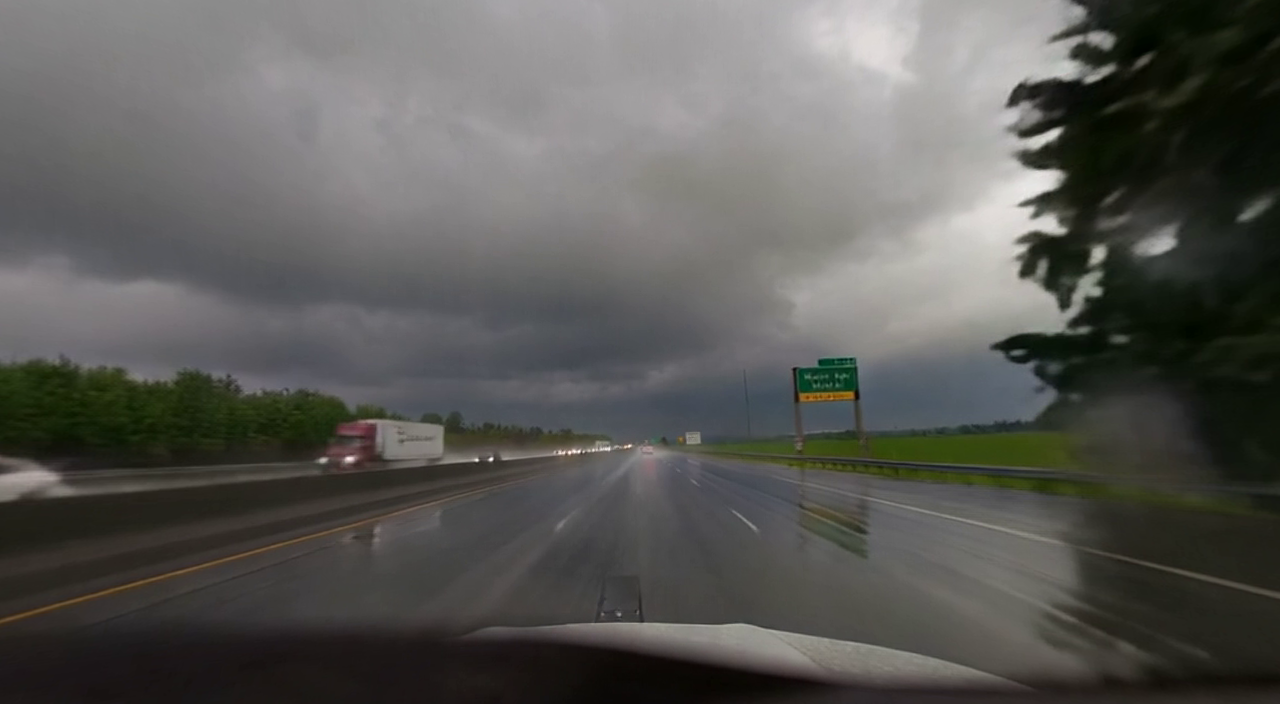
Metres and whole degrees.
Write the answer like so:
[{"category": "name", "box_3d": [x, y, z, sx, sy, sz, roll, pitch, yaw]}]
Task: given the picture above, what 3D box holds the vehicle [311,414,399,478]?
[{"category": "vehicle", "box_3d": [-19.044, 6.350, 42.484, 3.022, 3.977, 5.909, -1, -9, 0]}]
